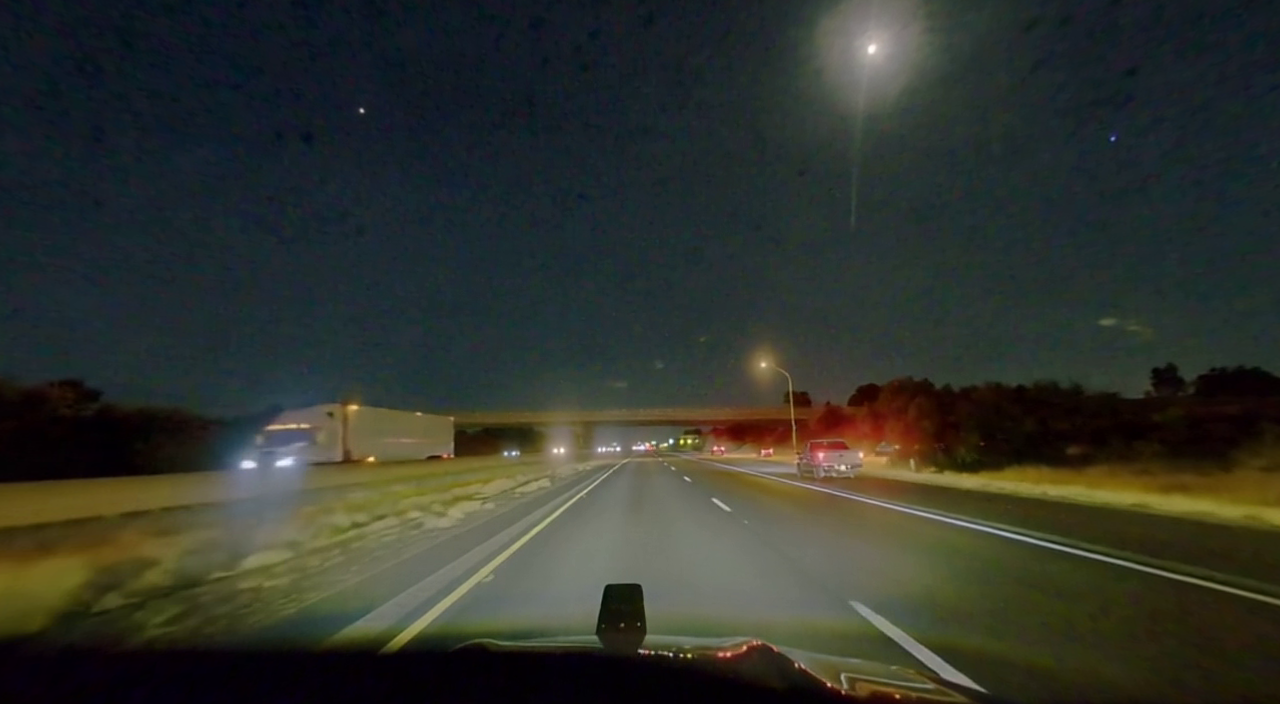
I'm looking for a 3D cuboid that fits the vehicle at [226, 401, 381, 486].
[{"bbox_3d":[-17.271,4.844,33.284,3.078,3.866,8.973,0,-8,1],"label":"vehicle"}]
